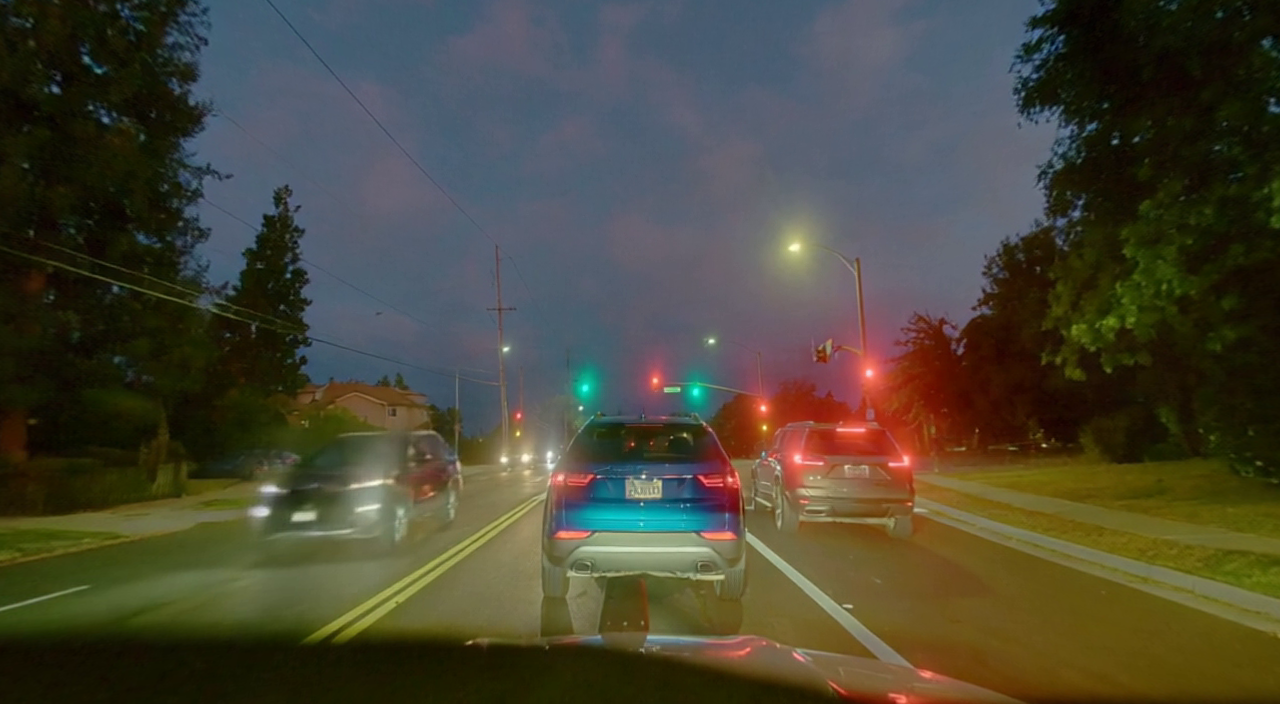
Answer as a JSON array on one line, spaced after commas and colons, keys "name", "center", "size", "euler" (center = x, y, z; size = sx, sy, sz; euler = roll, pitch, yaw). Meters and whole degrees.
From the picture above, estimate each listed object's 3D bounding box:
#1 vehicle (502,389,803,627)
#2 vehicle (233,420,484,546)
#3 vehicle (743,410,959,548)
[{"name": "vehicle", "center": [0.061, 1.423, 6.660], "size": [2.151, 1.695, 4.100], "euler": [0, -8, -1]}, {"name": "vehicle", "center": [-4.439, 2.142, 11.003], "size": [2.292, 1.711, 4.541], "euler": [0, -8, 0]}, {"name": "vehicle", "center": [3.083, 1.953, 10.343], "size": [1.967, 1.756, 4.281], "euler": [0, -8, -1]}]
